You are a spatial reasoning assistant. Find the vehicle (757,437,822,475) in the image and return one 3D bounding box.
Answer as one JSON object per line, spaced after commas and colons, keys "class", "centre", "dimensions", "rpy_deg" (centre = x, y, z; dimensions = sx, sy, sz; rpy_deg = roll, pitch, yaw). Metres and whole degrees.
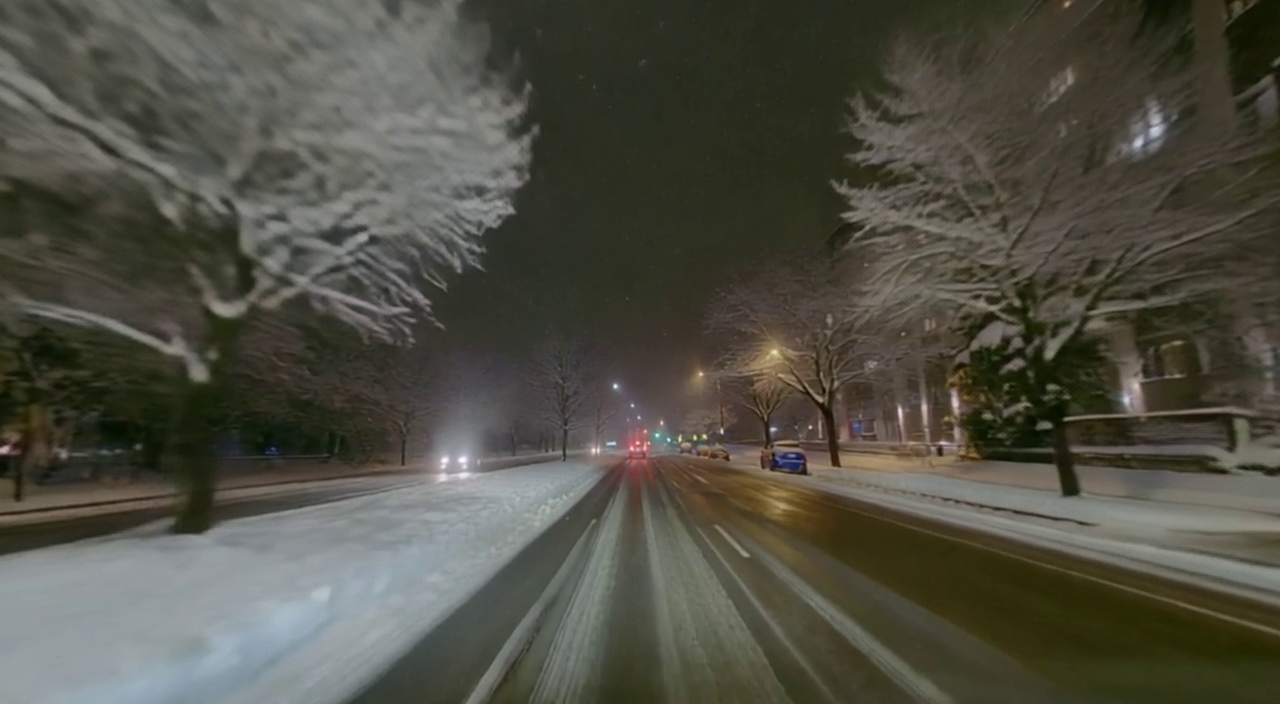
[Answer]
{"class": "vehicle", "centre": [7.842, 5.506, 33.608], "dimensions": [2.167, 1.848, 4.713], "rpy_deg": [0, -9, -2]}
